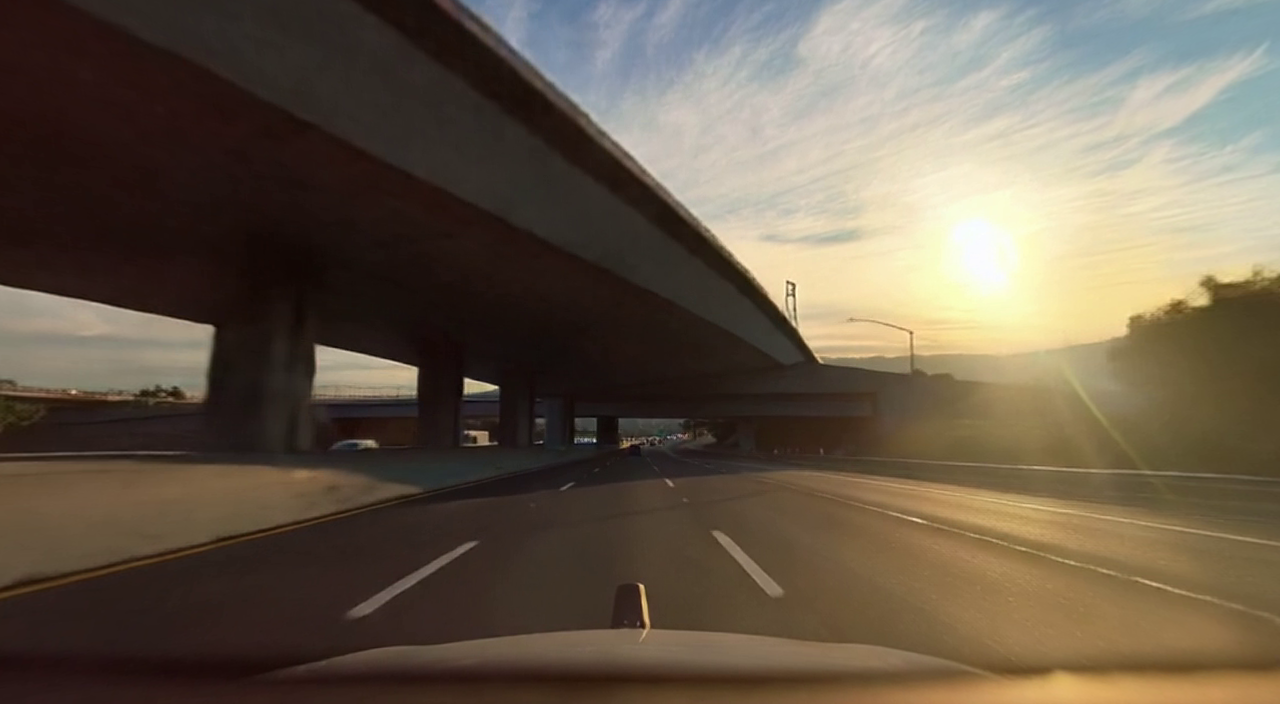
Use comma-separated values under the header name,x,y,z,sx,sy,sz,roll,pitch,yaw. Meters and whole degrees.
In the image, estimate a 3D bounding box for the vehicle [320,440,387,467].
name,x,y,z,sx,sy,sz,roll,pitch,yaw
vehicle,-17.516,6.240,38.904,1.919,1.579,4.704,0,-9,0

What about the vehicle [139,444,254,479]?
name,x,y,z,sx,sy,sz,roll,pitch,yaw
vehicle,-20.763,5.132,29.875,2.003,1.495,4.720,0,-9,0

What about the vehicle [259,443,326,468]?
name,x,y,z,sx,sy,sz,roll,pitch,yaw
vehicle,-24.213,7.217,44.238,1.968,1.630,4.757,0,-9,-1
